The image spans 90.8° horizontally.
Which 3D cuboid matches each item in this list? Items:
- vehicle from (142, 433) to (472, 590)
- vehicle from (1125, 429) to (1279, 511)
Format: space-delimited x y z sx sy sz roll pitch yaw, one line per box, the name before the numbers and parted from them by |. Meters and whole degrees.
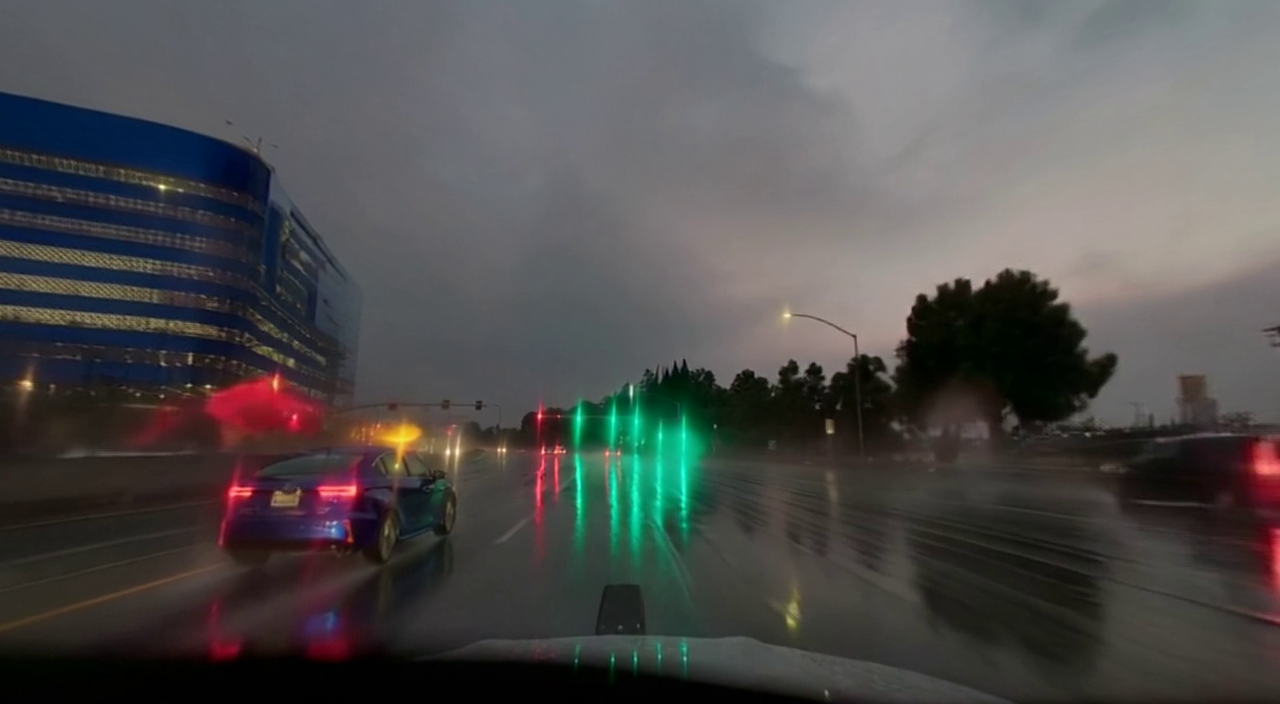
vehicle | -3.764 1.850 8.267 2.018 1.476 4.364 0 -8 -2
vehicle | 13.721 2.526 13.789 1.983 1.613 5.190 0 -8 -2
